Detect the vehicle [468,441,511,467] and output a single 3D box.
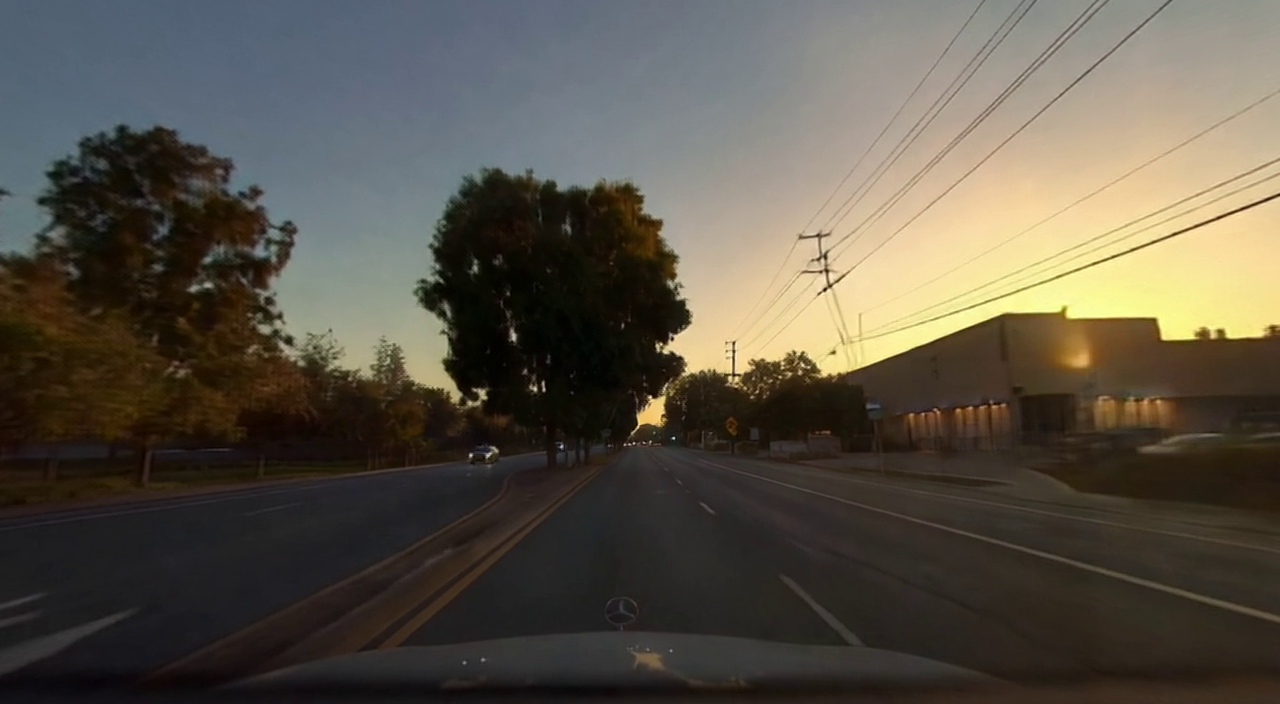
[{"bbox_3d":[-10.675,7.262,45.115,1.923,1.702,4.387,0,-8,1],"label":"vehicle"}]
